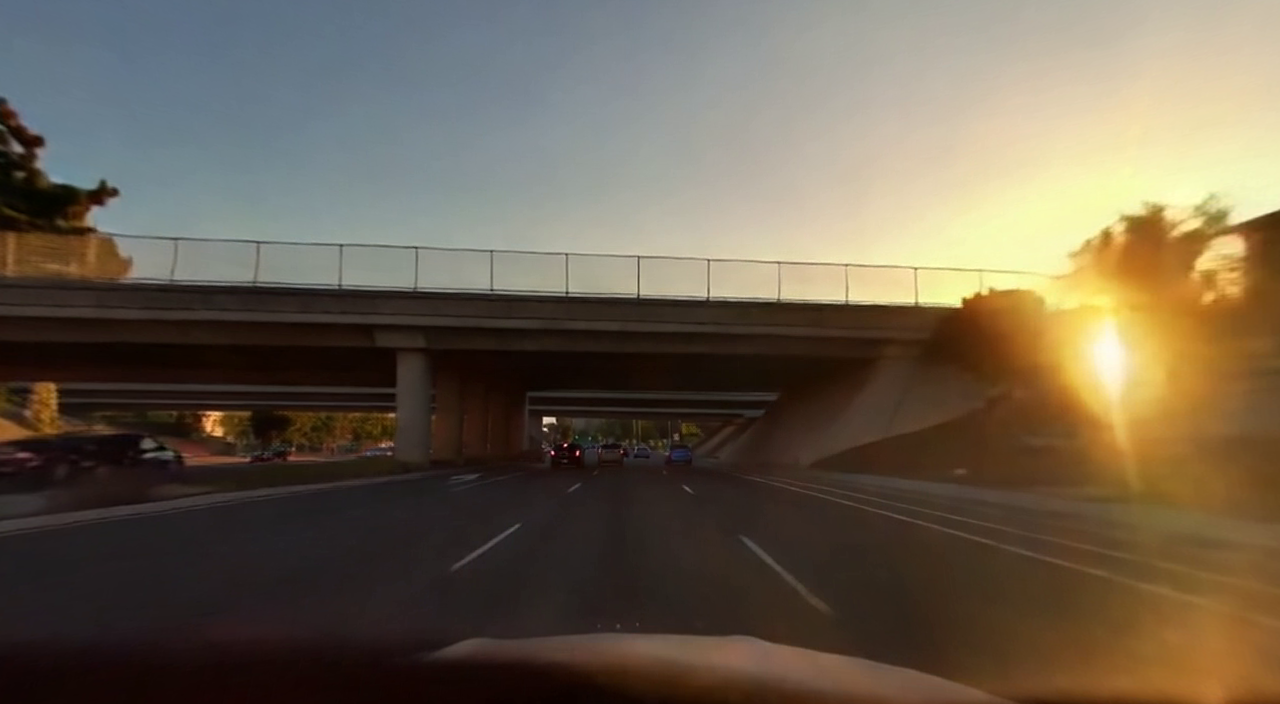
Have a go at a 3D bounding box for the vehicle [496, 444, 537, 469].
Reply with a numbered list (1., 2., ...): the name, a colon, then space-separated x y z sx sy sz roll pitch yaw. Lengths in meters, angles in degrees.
1. vehicle: -8.073 6.851 41.650 2.007 1.519 4.366 0 -8 -2

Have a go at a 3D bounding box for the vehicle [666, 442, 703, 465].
1. vehicle: 3.355 7.847 48.871 2.377 1.678 4.353 0 -8 -3
